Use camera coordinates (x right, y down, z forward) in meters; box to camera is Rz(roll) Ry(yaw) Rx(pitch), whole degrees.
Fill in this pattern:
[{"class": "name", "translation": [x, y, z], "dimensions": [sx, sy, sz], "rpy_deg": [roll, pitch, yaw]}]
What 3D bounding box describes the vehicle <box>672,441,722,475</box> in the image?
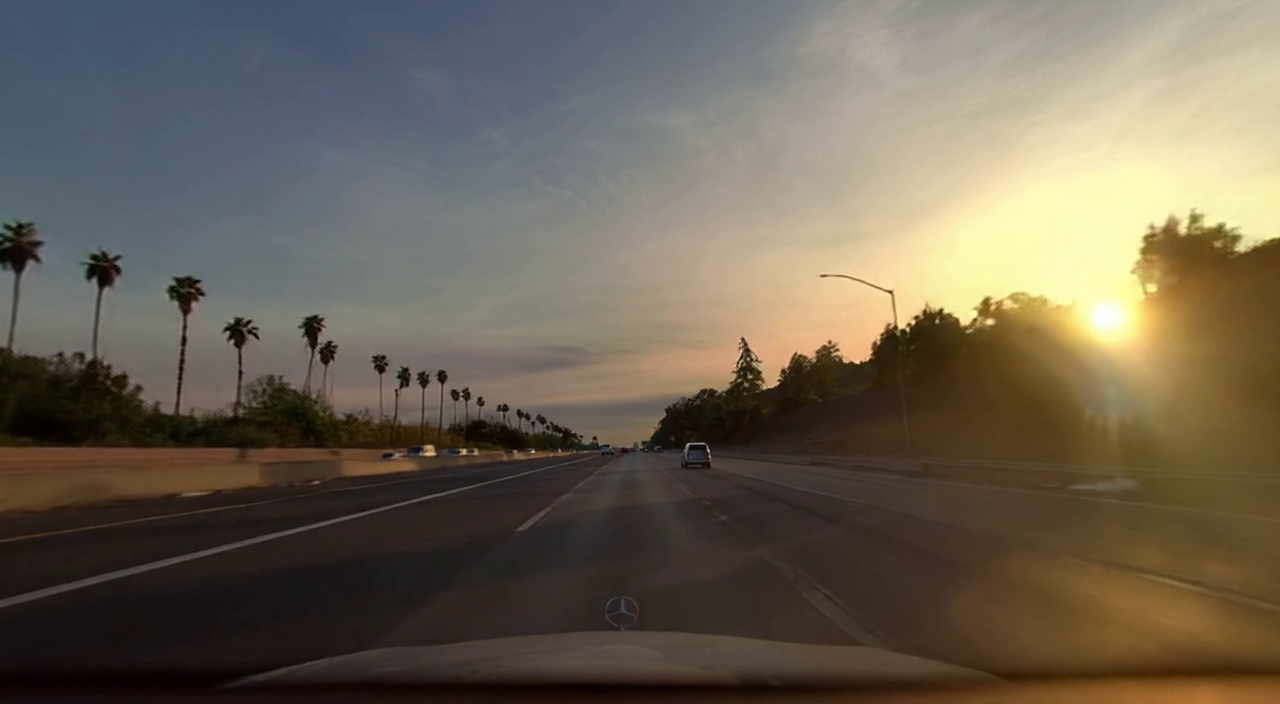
[{"class": "vehicle", "translation": [2.999, 5.671, 34.072], "dimensions": [2.130, 1.677, 4.317], "rpy_deg": [0, -9, -2]}]
